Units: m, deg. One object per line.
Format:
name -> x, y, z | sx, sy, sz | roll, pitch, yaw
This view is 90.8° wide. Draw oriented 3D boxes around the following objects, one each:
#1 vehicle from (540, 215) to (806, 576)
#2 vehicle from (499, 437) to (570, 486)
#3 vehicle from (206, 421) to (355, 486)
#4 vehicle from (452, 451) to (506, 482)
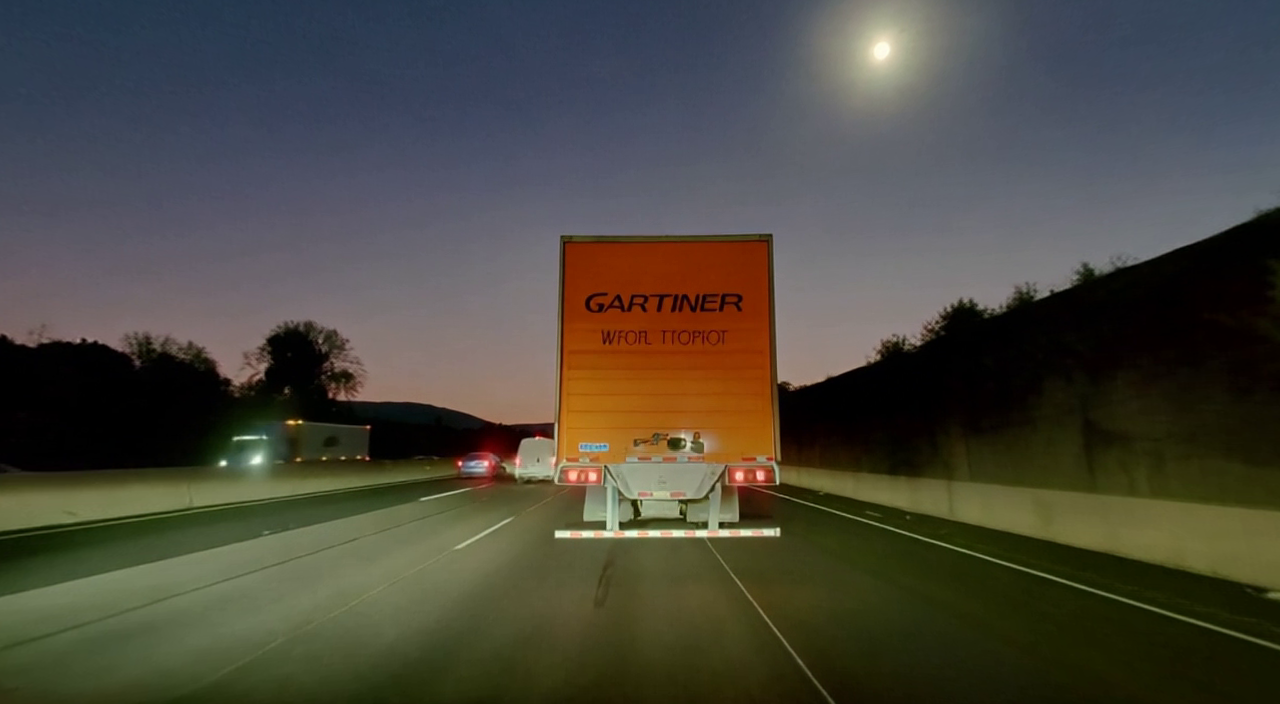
vehicle -> 0.441, 1.227, 12.294 | 2.853, 4.054, 10.557 | 0, -9, 1
vehicle -> -4.649, 4.922, 28.554 | 2.293, 2.015, 4.915 | 0, -9, 1
vehicle -> -25.485, 7.406, 46.239 | 2.807, 3.948, 13.958 | 0, -9, 0
vehicle -> -8.234, 5.844, 32.495 | 1.828, 1.502, 3.385 | 0, -9, 1
